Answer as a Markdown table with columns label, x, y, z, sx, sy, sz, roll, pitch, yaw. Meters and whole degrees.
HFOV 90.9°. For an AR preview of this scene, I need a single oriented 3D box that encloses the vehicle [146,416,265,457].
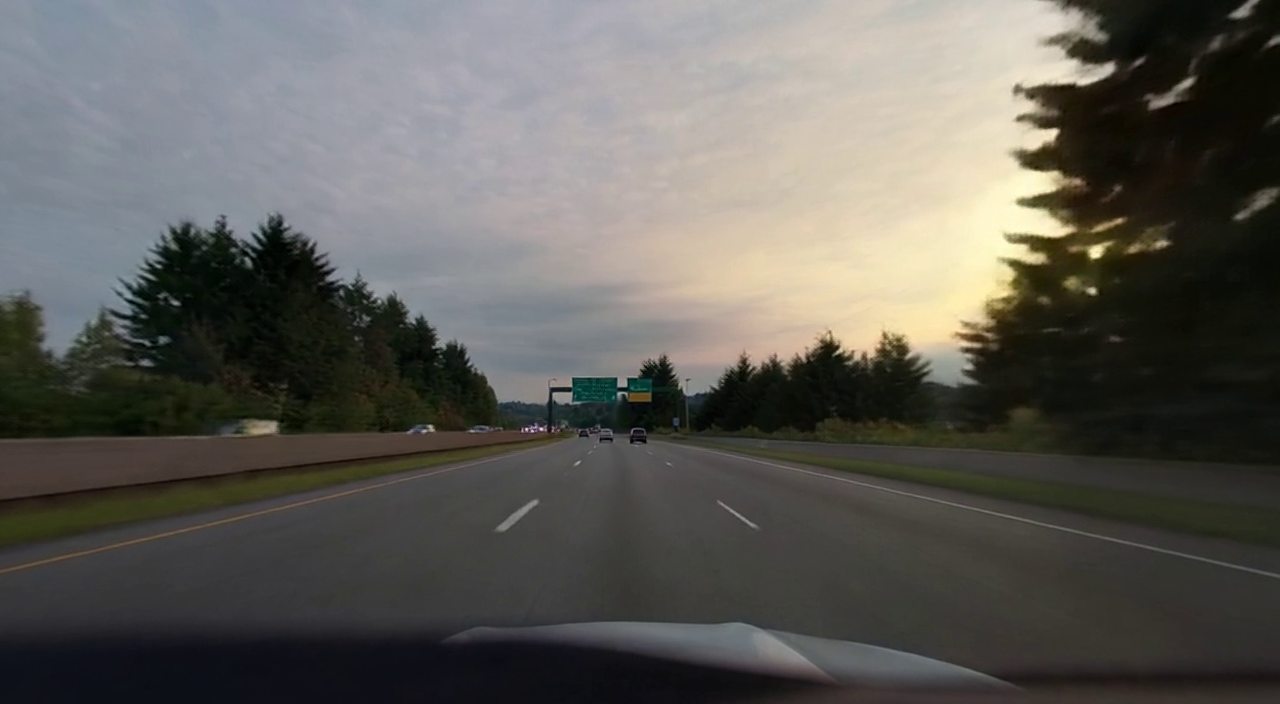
| label | x | y | z | sx | sy | sz | roll | pitch | yaw |
| --- | --- | --- | --- | --- | --- | --- | --- | --- | --- |
| vehicle | -17.459 | 3.424 | 25.584 | 2.011 | 1.544 | 4.012 | 0 | -7 | -2 |
